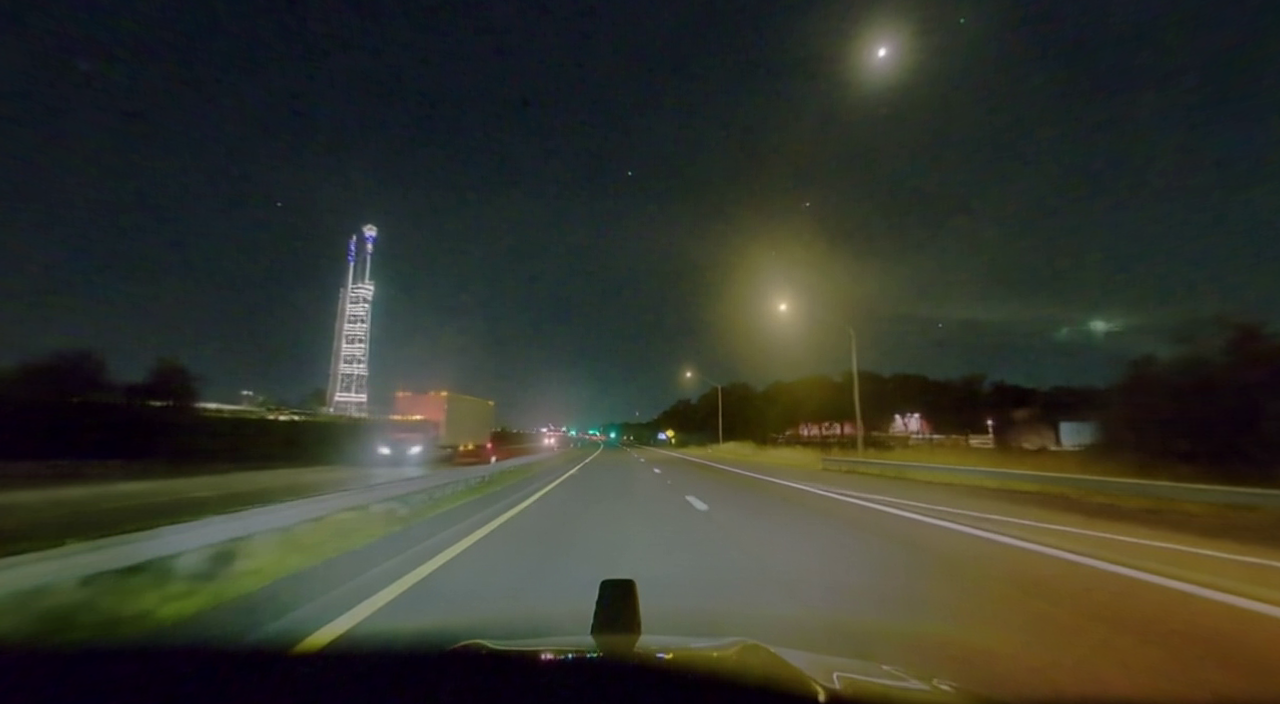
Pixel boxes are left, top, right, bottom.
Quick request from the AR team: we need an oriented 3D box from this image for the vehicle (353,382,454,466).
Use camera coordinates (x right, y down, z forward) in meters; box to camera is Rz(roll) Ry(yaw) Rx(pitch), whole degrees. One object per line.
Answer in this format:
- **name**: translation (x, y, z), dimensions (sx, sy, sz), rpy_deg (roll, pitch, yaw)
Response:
- **vehicle**: translation (-12.059, 3.795, 32.763), dimensions (3.046, 3.958, 5.794), rpy_deg (0, -8, -2)
